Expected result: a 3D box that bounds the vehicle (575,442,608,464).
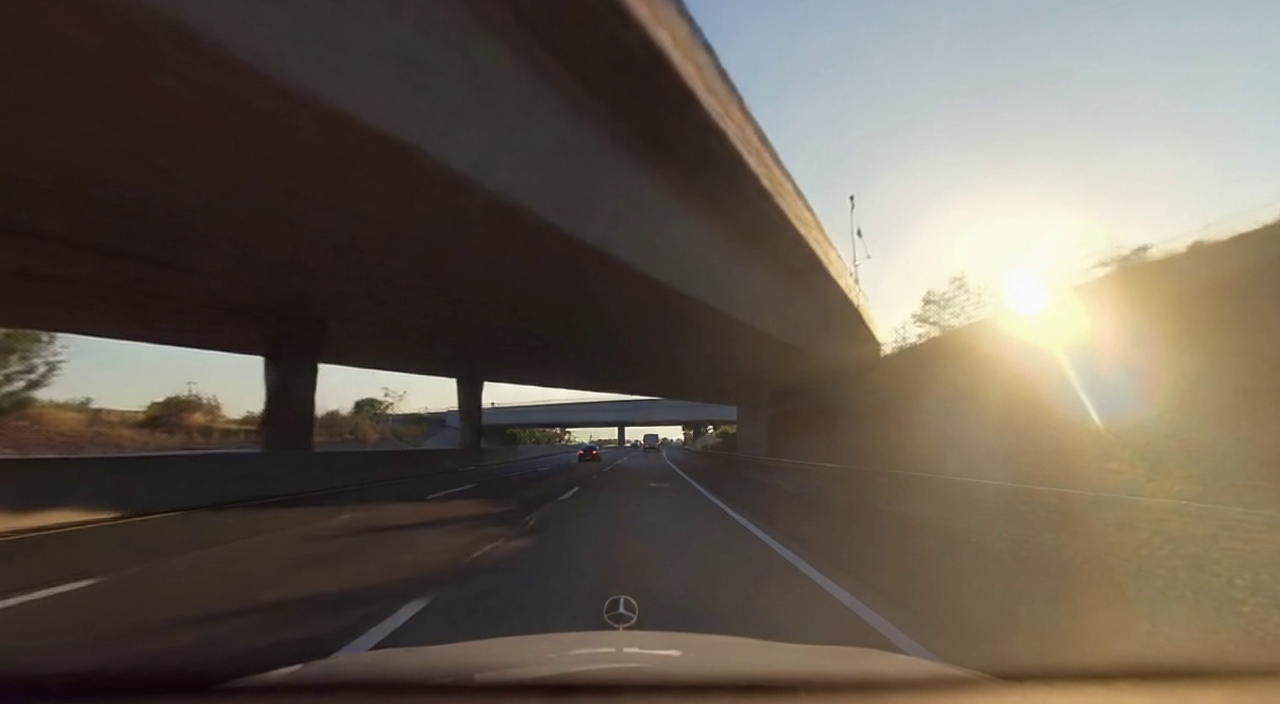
[{"bbox_3d":[-3.608,7.619,47.294,1.961,1.540,4.487,-1,-9,2],"label":"vehicle"}]
